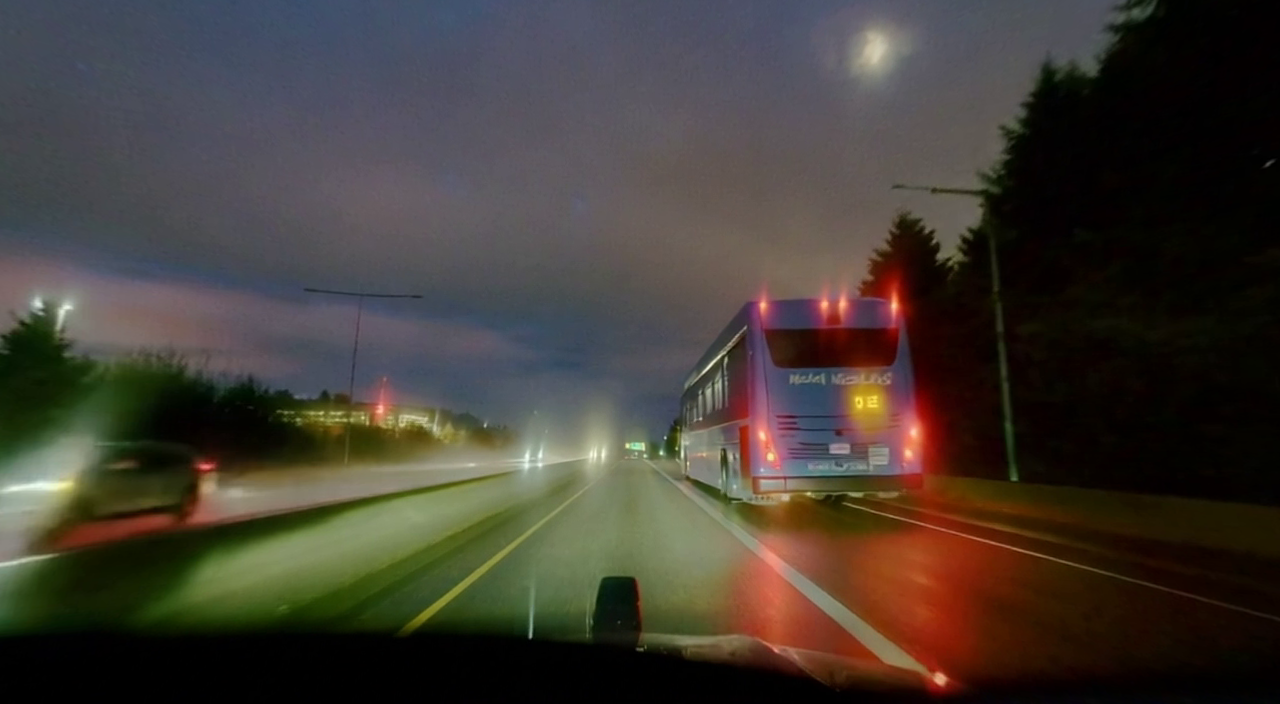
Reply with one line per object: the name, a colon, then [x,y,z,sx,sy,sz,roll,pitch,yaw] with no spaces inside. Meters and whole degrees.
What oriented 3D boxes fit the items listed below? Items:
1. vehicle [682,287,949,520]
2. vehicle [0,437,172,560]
vehicle: [3.497,1.909,18.047,3.277,4.084,14.213,0,-9,-1]
vehicle: [-8.890,1.912,8.417,2.100,1.499,3.954,0,-9,0]
